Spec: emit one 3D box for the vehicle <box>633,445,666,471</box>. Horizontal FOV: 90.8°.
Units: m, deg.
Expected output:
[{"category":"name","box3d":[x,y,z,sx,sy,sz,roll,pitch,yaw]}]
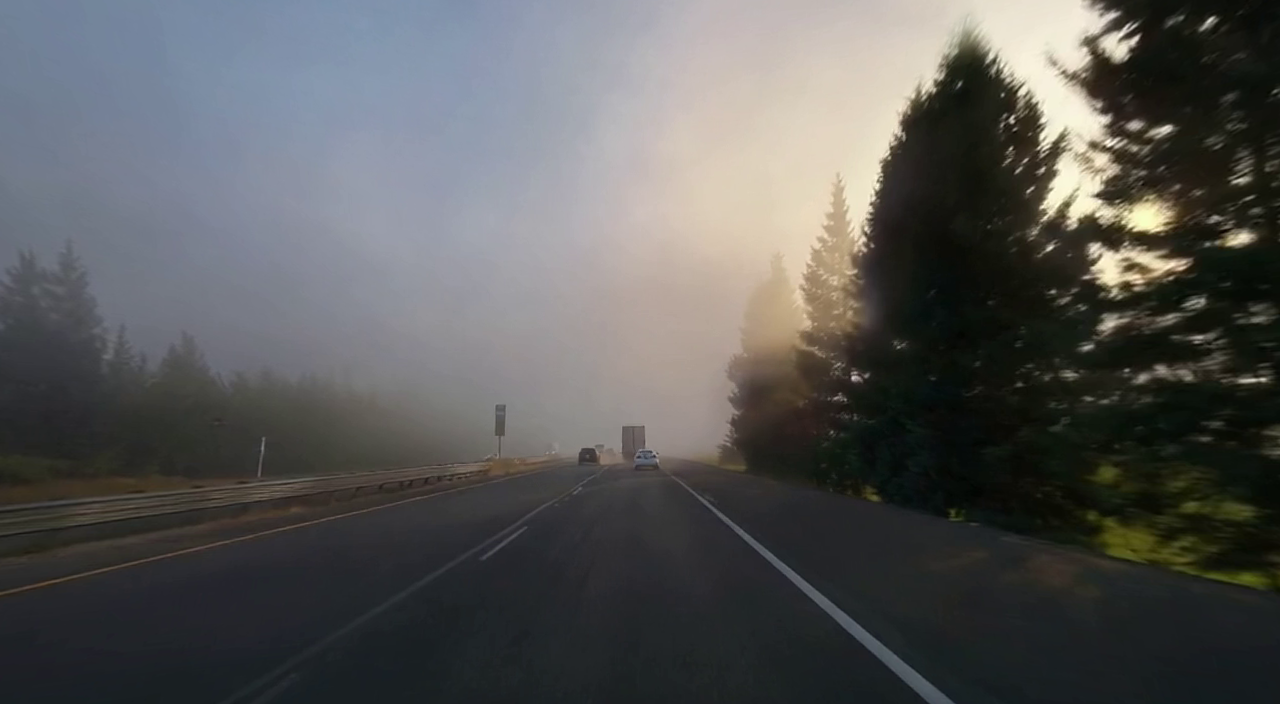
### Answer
[{"category":"vehicle","box3d":[0.558,6.891,41.120,1.992,1.593,3.937,0,-9,-1]}]
